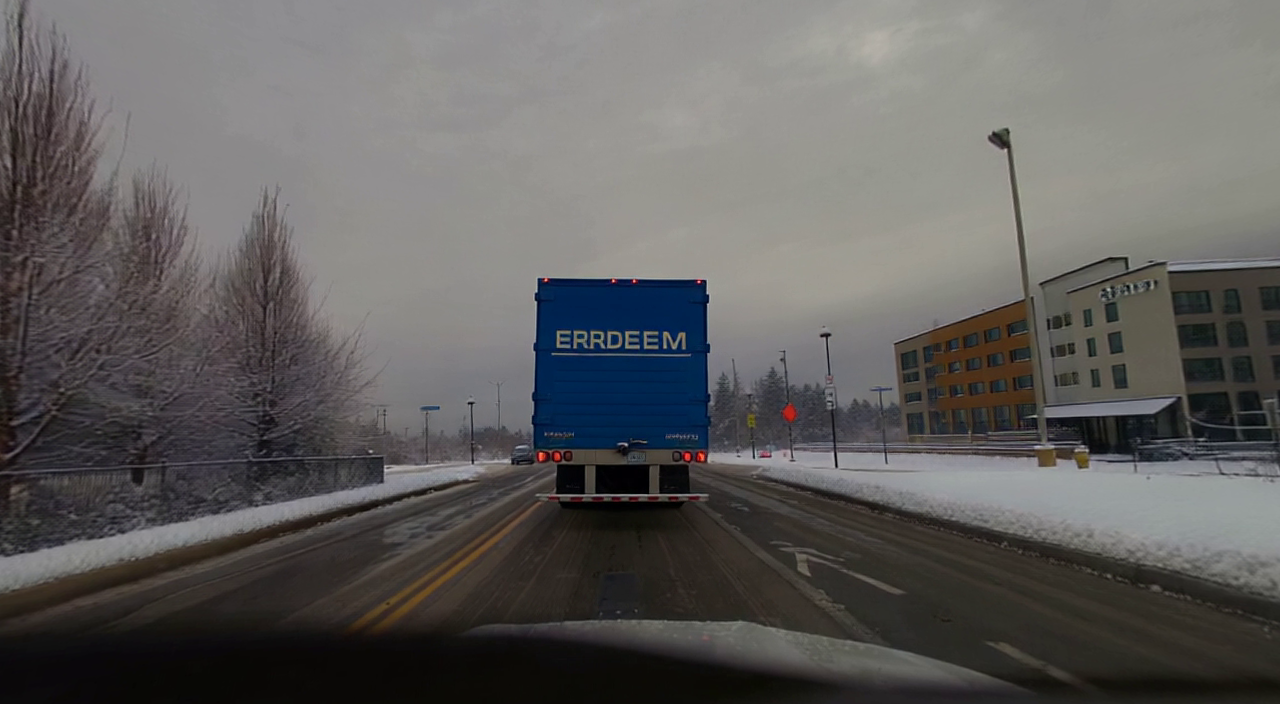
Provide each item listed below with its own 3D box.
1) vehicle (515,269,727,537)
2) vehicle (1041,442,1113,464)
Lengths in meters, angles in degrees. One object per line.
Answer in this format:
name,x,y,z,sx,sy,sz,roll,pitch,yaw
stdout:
vehicle,-0.212,1.286,13.411,2.876,3.724,9.351,0,-8,1
vehicle,31.351,7.218,45.182,1.652,1.423,3.797,5,-9,-35
